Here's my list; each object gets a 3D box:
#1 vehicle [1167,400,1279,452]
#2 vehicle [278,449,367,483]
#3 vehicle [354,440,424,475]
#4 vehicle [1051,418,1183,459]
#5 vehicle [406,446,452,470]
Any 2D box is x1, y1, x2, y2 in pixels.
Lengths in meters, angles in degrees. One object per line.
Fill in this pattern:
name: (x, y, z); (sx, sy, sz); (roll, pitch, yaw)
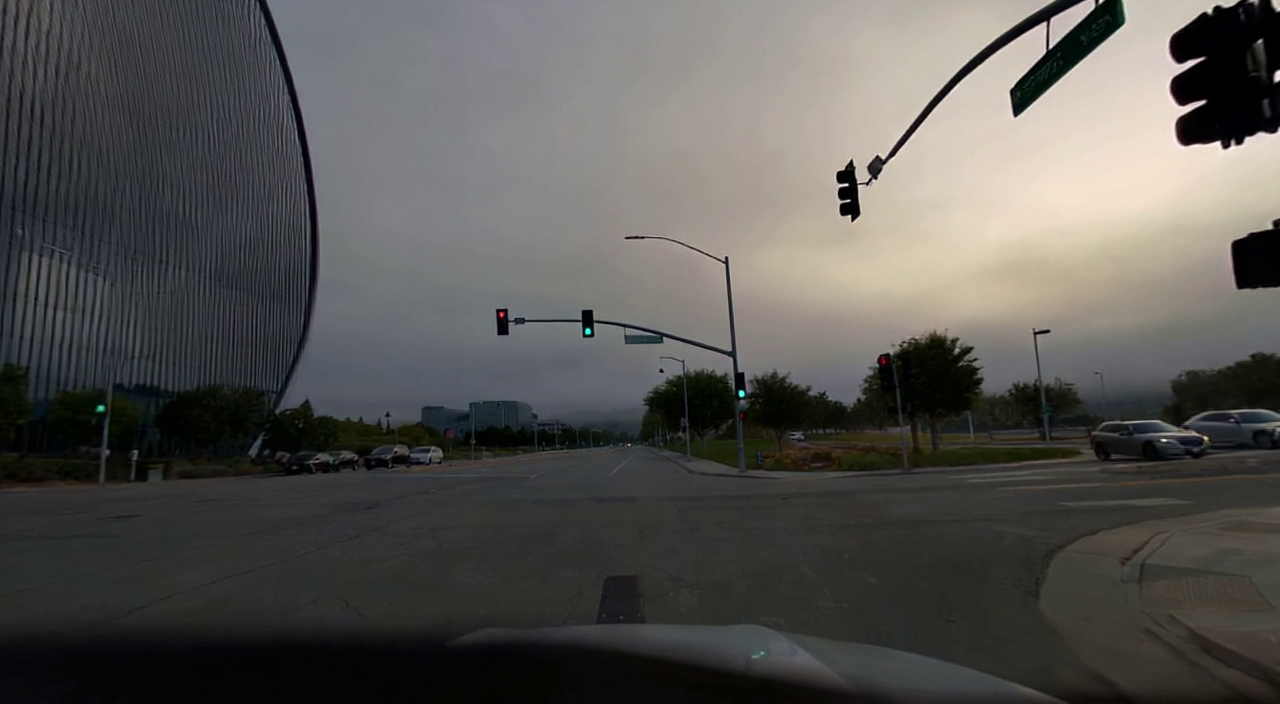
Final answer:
vehicle: (24.405, 3.024, 25.186); (2.109, 1.836, 5.080); (-2, -10, 0)
vehicle: (-14.808, 5.309, 29.653); (1.790, 1.437, 4.349); (0, -9, 2)
vehicle: (-14.895, 6.305, 37.741); (2.091, 1.915, 5.040); (0, -9, 0)
vehicle: (19.071, 3.519, 25.493); (1.834, 1.480, 4.458); (0, -9, -1)
vehicle: (-15.135, 7.606, 45.364); (1.932, 1.605, 4.146); (1, -9, -1)
